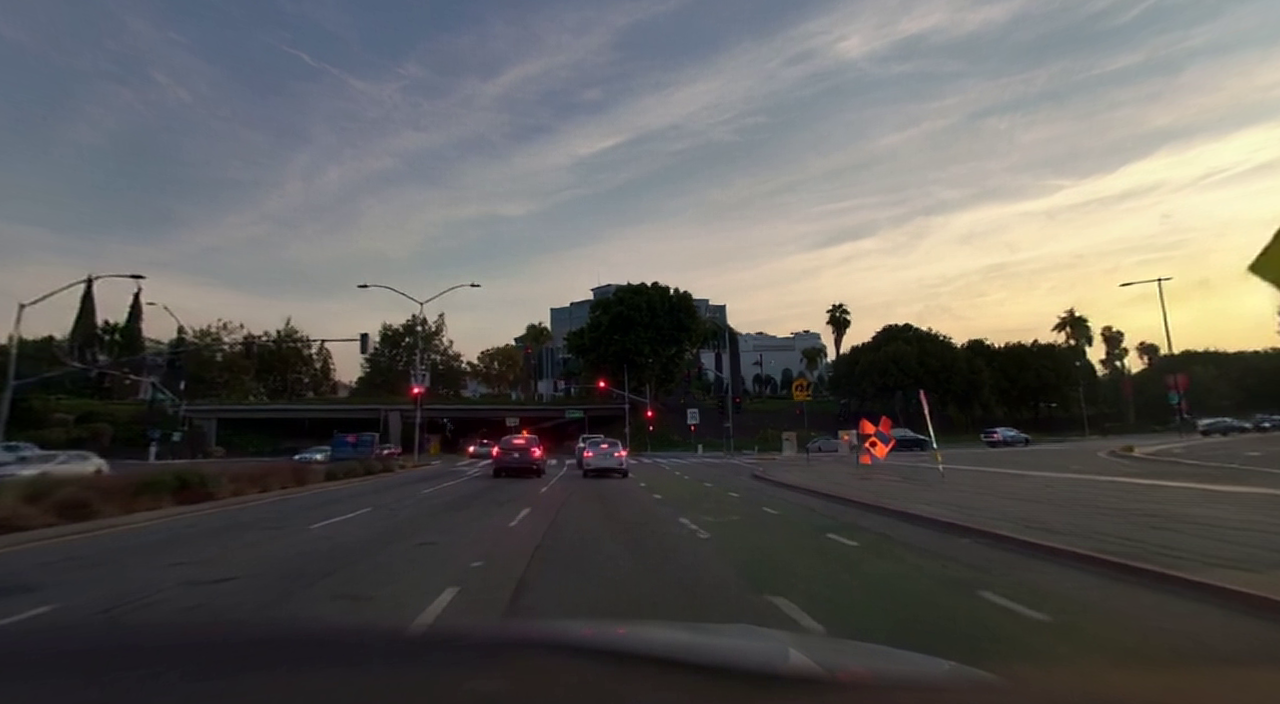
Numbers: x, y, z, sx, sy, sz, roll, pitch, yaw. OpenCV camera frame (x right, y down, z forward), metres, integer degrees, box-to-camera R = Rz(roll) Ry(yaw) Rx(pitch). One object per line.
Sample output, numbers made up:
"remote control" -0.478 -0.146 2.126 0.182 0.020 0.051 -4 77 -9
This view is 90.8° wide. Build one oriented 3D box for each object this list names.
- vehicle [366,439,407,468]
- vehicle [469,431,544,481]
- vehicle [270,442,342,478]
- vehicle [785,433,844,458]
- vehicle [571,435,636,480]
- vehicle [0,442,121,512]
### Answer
"vehicle" -19.784 8.021 49.488 1.863 1.722 4.328 -9 -11 -10
"vehicle" -4.747 3.766 23.141 2.057 1.610 4.891 0 -8 -5
"vehicle" -18.110 5.838 34.450 1.985 1.537 4.013 -4 -5 -5
"vehicle" 12.152 6.478 43.950 4.166 1.622 1.908 7 -11 -41
"vehicle" -1.373 3.874 23.544 2.176 1.489 4.518 0 -8 -4
"vehicle" -15.575 3.021 15.627 1.968 1.557 4.650 1 -8 -7
